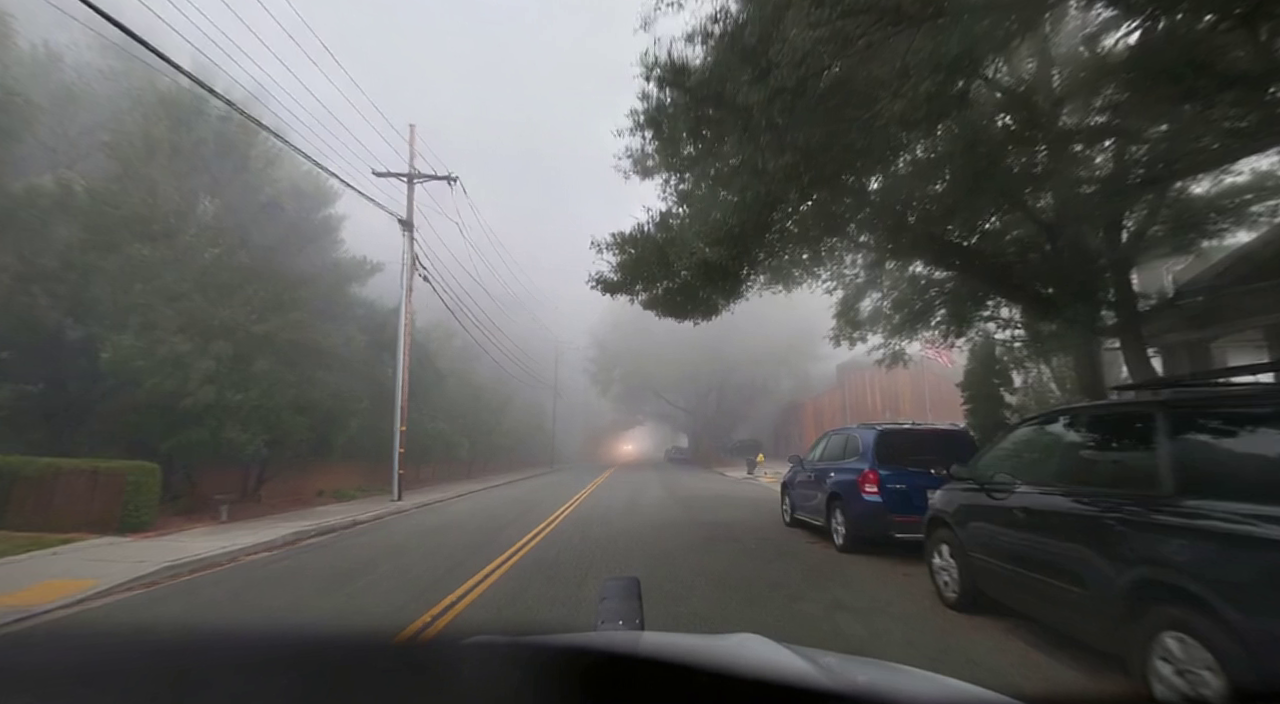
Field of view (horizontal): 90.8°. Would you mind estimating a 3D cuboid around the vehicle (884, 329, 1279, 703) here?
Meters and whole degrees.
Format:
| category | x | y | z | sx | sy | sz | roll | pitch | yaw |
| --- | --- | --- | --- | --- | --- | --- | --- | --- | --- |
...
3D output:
| category | x | y | z | sx | sy | sz | roll | pitch | yaw |
| --- | --- | --- | --- | --- | --- | --- | --- | --- | --- |
| vehicle | 3.529 | 1.065 | 4.045 | 2.061 | 1.793 | 5.100 | -1 | -9 | 2 |
